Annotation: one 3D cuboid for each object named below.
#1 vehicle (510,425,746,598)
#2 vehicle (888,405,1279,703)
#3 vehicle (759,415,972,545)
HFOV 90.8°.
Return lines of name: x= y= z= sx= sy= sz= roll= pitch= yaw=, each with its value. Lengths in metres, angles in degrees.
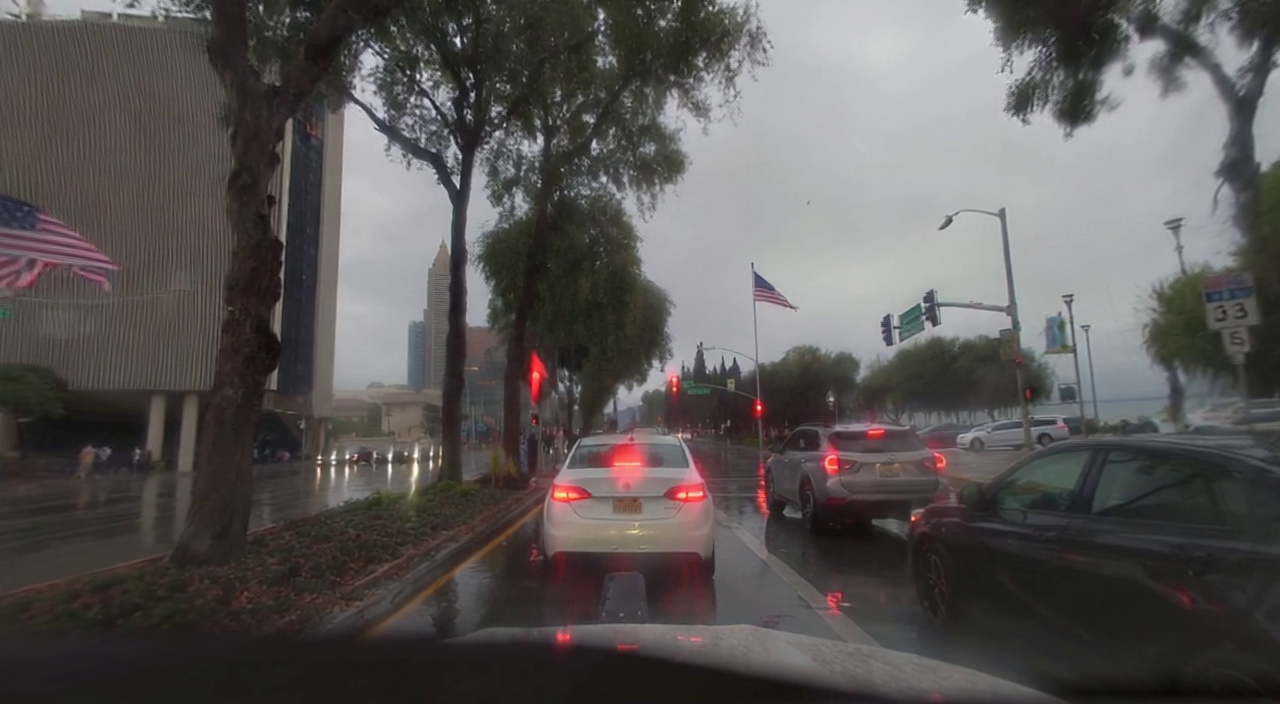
vehicle: x=-0.109 y=1.702 z=7.570 sx=2.096 sy=1.521 sz=3.747 roll=0 pitch=-8 yaw=0
vehicle: x=3.379 y=1.177 z=4.011 sx=1.833 sy=1.465 sz=4.258 roll=0 pitch=-8 yaw=-1
vehicle: x=3.502 y=2.079 z=10.934 sx=1.978 sy=1.738 sz=4.599 roll=0 pitch=-8 yaw=0
